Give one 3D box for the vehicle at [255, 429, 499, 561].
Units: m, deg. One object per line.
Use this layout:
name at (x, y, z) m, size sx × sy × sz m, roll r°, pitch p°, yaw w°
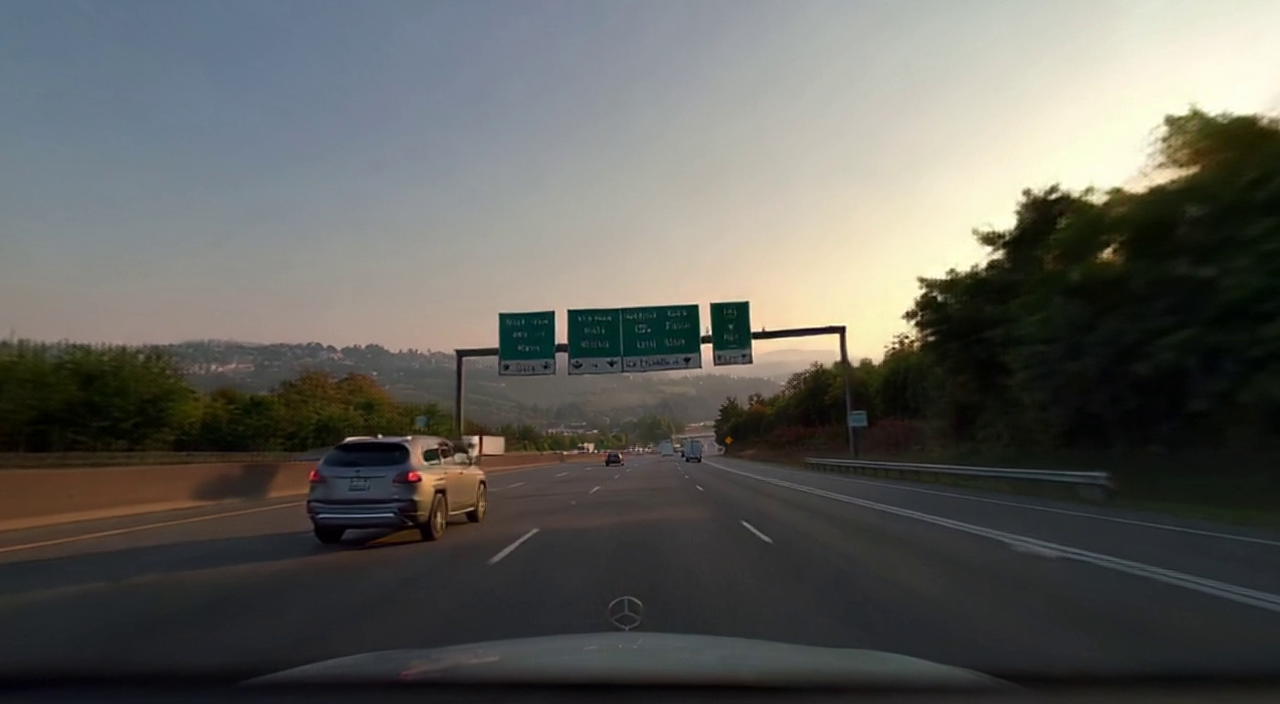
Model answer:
vehicle at (-3.752, 2.097, 9.998) m, size 2.016 × 1.623 × 4.126 m, roll 0°, pitch -9°, yaw 1°
